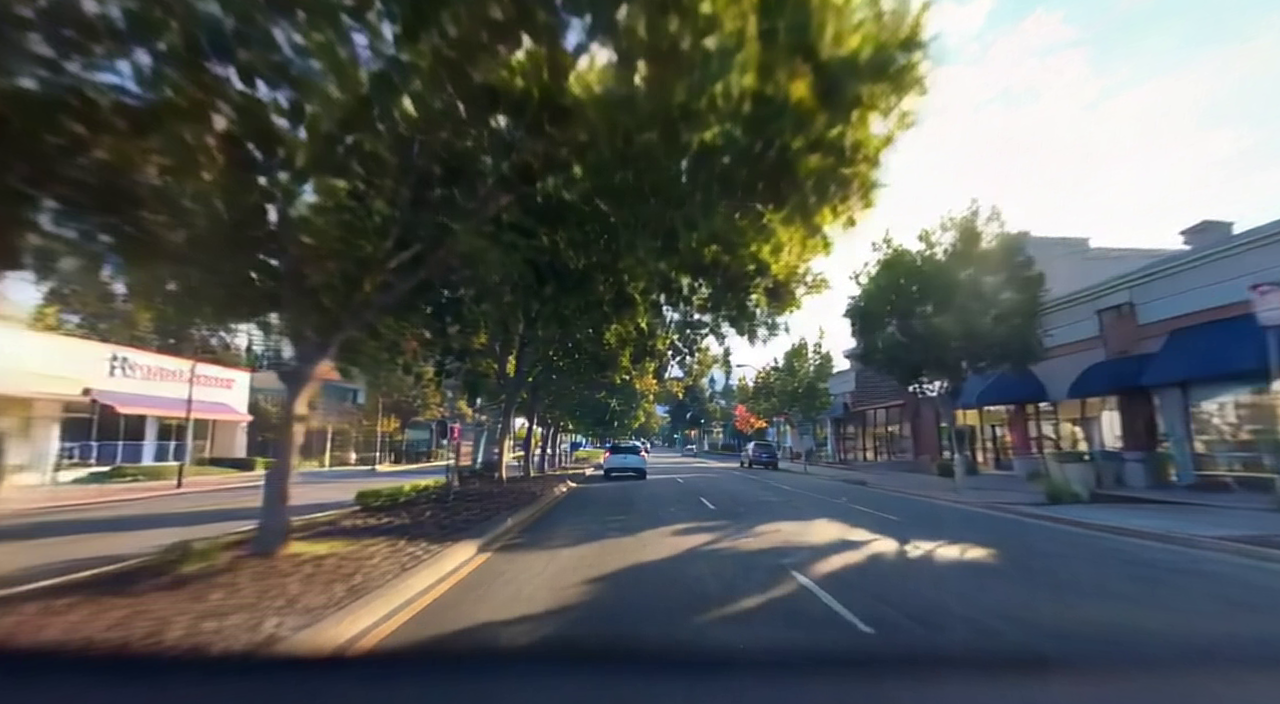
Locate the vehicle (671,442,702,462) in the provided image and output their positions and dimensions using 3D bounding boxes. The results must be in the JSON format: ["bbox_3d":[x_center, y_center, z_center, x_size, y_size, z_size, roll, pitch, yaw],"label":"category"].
[{"bbox_3d":[3.519,7.678,48.482,1.910,1.474,4.003,0,-9,-2],"label":"vehicle"}]

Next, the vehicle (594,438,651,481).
[{"bbox_3d":[-0.643,4.094,24.316,2.006,1.487,3.535,0,-9,0],"label":"vehicle"}]
